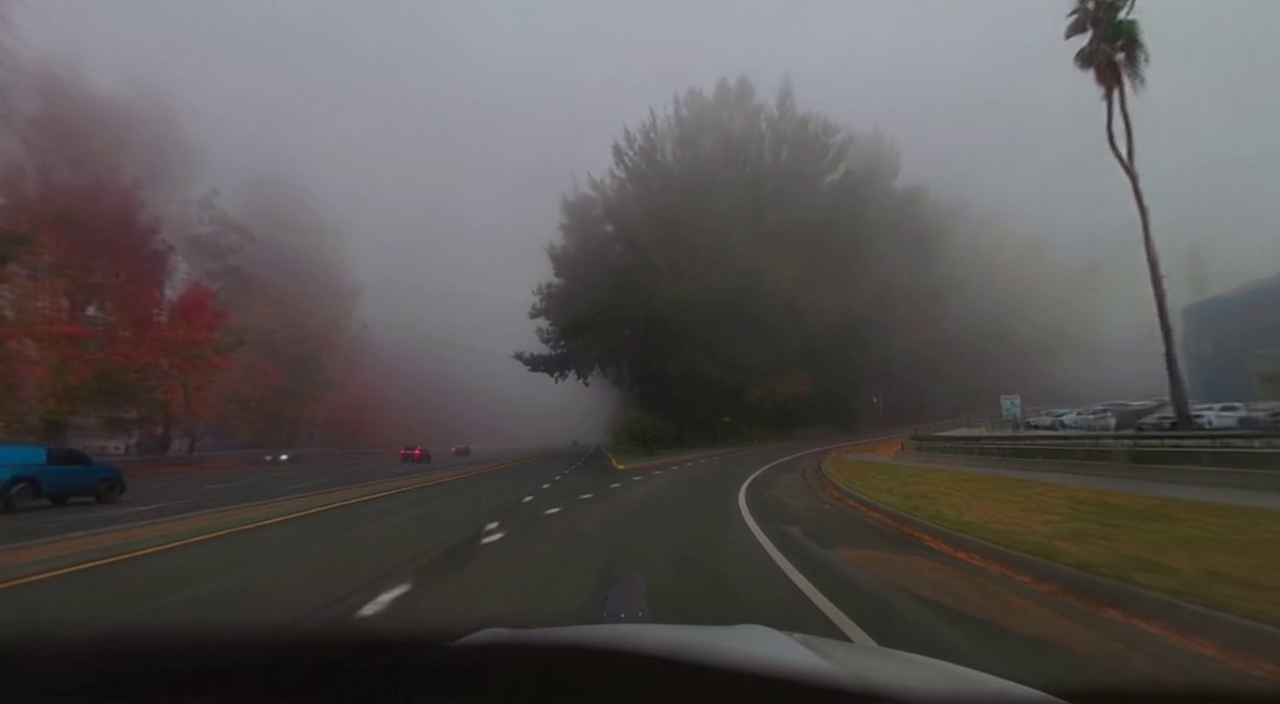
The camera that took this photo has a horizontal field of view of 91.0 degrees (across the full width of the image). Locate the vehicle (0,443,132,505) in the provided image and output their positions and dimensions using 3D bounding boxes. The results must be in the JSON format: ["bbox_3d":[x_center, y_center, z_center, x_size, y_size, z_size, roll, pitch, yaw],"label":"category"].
[{"bbox_3d":[-24.461,4.643,24.453,2.819,2.204,8.236,1,-9,-2],"label":"vehicle"}]
